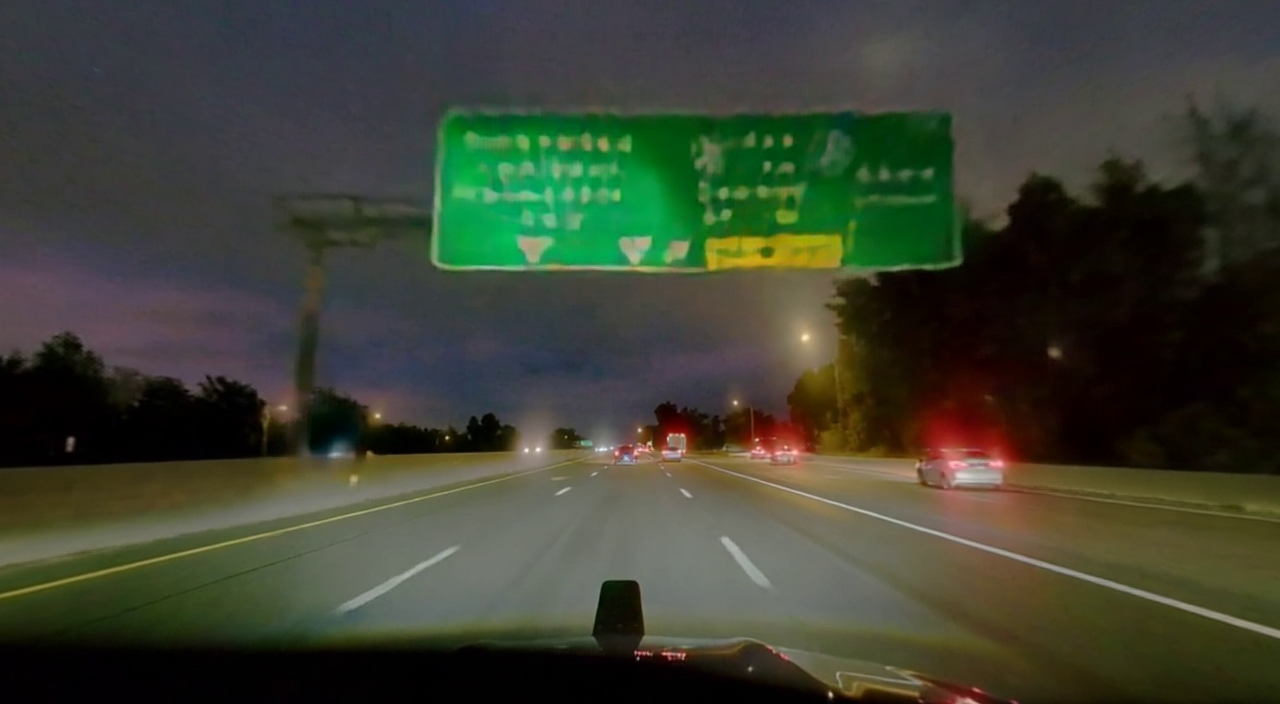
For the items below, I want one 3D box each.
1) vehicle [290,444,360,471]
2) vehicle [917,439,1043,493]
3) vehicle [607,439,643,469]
[{"bbox_3d":[-19.058,6.373,38.440,1.937,1.492,4.536,0,-9,-1],"label":"vehicle"},{"bbox_3d":[11.605,3.888,21.985,1.912,1.673,4.438,0,-9,0],"label":"vehicle"},{"bbox_3d":[-0.899,6.269,38.895,2.121,1.739,4.087,0,-9,0],"label":"vehicle"}]
